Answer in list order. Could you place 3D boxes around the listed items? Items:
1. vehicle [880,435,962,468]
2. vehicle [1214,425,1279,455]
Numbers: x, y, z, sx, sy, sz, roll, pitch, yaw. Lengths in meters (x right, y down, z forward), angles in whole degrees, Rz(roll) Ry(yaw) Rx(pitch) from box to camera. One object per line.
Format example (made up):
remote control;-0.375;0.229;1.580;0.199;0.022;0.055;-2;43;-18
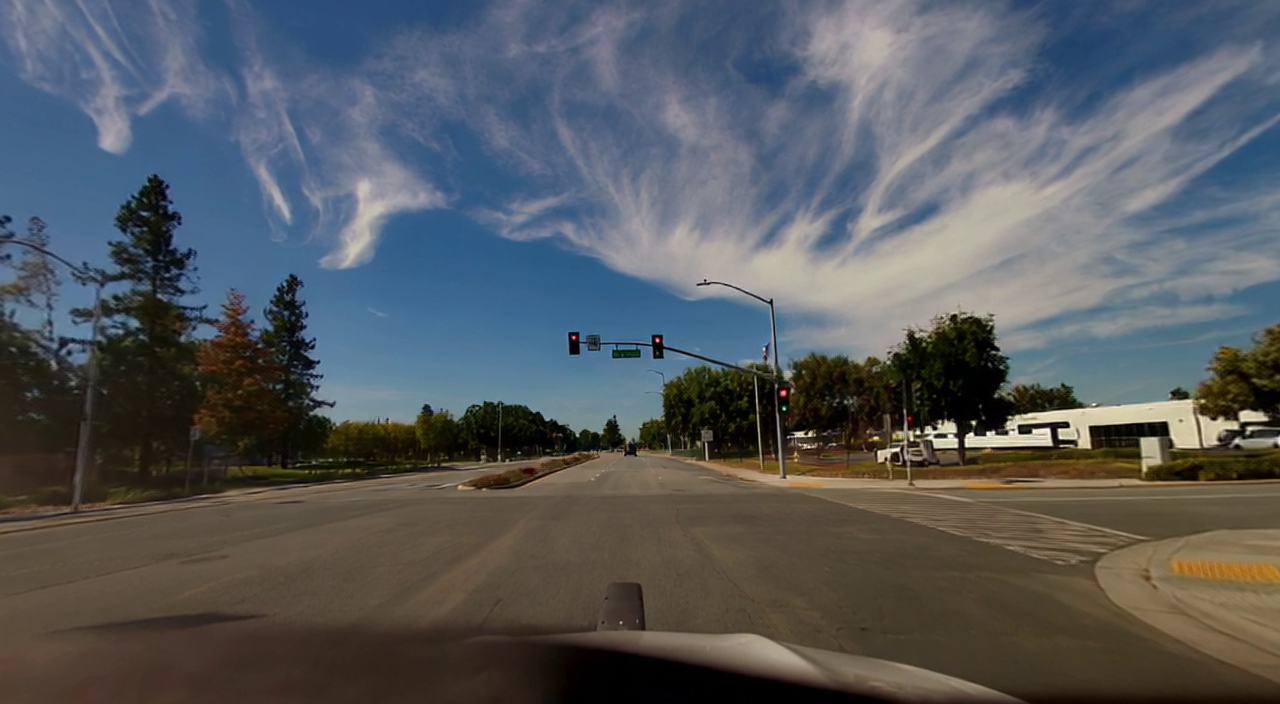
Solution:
vehicle;14.960;5.338;33.950;1.959;1.471;4.570;-4;-9;-5
vehicle;34.098;4.812;34.322;1.832;1.521;4.266;0;-9;1
